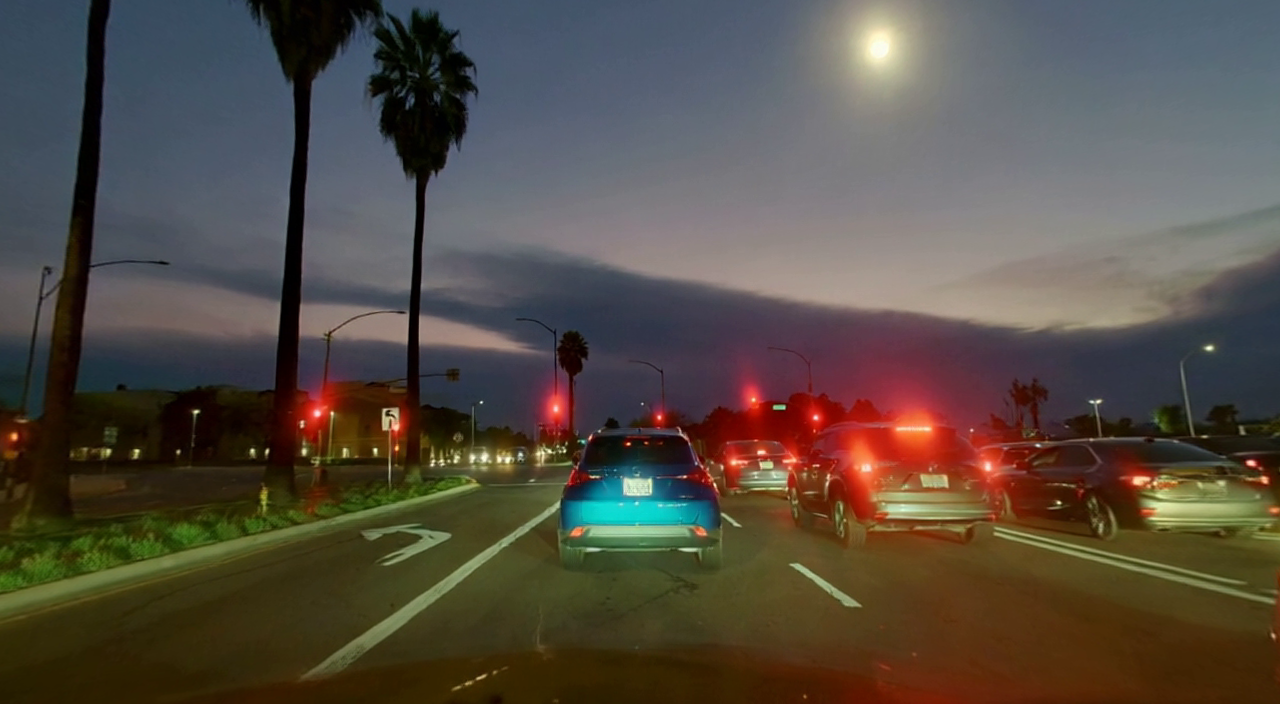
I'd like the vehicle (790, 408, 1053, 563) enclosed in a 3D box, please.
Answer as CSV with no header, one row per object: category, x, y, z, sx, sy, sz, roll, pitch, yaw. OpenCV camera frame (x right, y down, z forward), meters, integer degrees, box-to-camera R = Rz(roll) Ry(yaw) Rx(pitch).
vehicle,3.665,1.820,9.254,1.947,1.725,4.159,0,-9,1

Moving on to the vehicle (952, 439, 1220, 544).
vehicle,7.361,2.299,11.059,1.832,1.477,3.981,0,-9,1

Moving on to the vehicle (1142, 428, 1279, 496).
vehicle,18.034,3.205,18.521,4.786,1.848,2.107,0,-9,-1

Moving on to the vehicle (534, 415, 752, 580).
vehicle,0.027,1.707,8.139,2.083,1.572,4.021,0,-9,0
